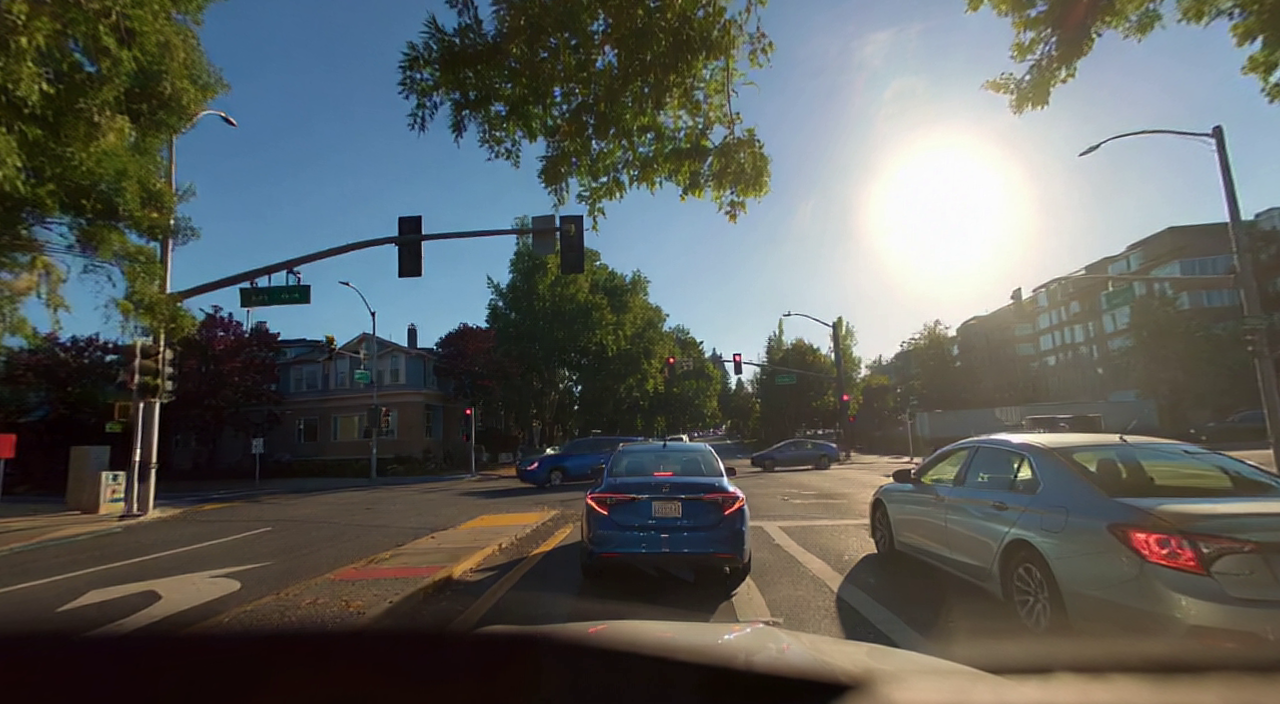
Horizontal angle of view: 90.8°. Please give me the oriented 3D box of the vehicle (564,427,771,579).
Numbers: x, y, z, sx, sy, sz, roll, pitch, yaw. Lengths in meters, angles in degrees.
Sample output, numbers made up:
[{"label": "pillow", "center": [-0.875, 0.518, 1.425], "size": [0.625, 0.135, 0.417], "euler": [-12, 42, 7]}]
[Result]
[{"label": "vehicle", "center": [0.309, 1.818, 8.329], "size": [2.090, 1.505, 3.756], "euler": [-1, -9, 1]}]

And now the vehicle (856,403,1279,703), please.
[{"label": "vehicle", "center": [3.654, 1.342, 5.432], "size": [1.888, 1.486, 4.681], "euler": [0, -9, 0]}]

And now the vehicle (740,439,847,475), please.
[{"label": "vehicle", "center": [6.859, 4.667, 28.331], "size": [4.229, 1.490, 1.854], "euler": [2, -9, -17]}]
